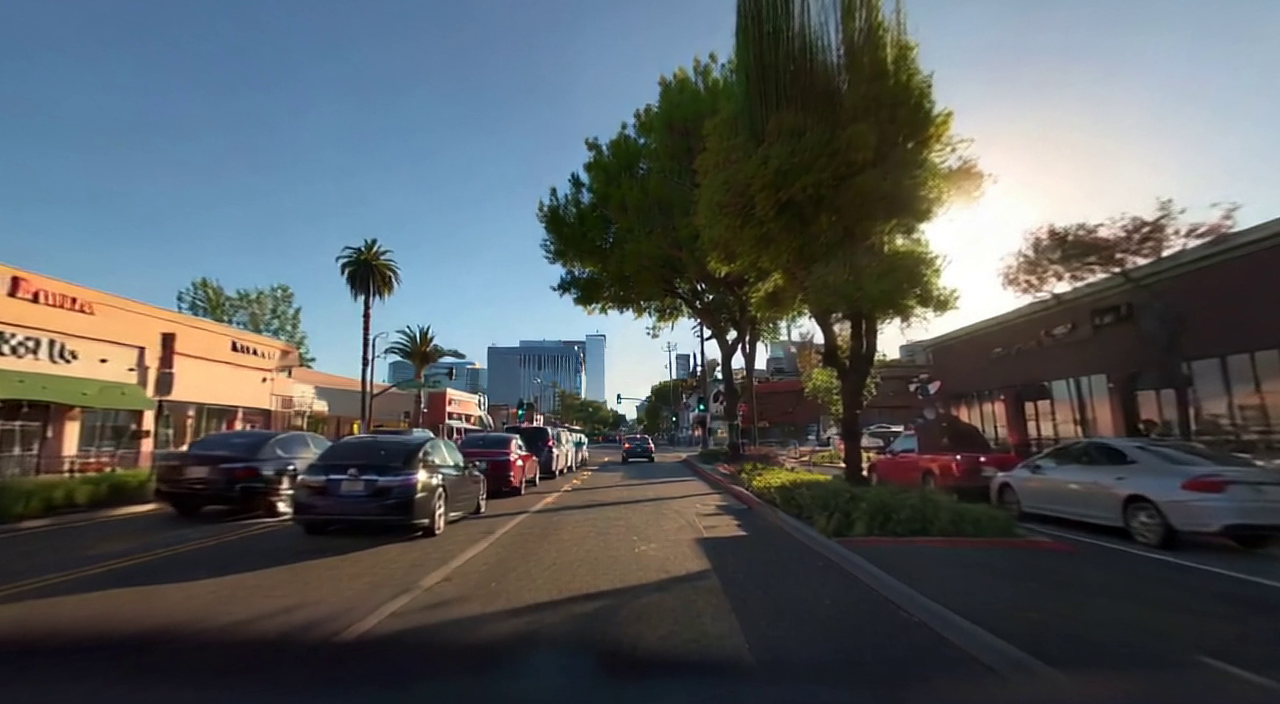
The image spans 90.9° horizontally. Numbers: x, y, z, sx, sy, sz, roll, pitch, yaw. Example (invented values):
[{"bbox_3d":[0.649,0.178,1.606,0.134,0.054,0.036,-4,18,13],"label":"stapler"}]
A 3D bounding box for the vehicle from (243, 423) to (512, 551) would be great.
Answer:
[{"bbox_3d":[-3.537,1.919,9.698,2.044,1.462,4.624,0,-9,2],"label":"vehicle"}]

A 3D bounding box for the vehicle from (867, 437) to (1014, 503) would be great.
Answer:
[{"bbox_3d":[7.744,3.060,16.775,1.888,1.496,4.294,0,-9,2],"label":"vehicle"}]

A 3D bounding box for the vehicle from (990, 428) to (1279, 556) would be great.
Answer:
[{"bbox_3d":[7.774,2.049,9.964,1.985,1.549,4.404,0,-9,1],"label":"vehicle"}]

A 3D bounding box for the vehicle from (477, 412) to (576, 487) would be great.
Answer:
[{"bbox_3d":[-3.333,2.999,19.513,2.158,2.040,4.511,0,-9,0],"label":"vehicle"}]

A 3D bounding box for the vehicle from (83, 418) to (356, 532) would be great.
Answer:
[{"bbox_3d":[-6.663,1.984,10.680,1.668,1.525,4.168,0,-9,1],"label":"vehicle"}]

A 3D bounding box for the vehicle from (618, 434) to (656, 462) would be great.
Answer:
[{"bbox_3d":[-0.146,5.571,36.468,2.092,1.497,4.446,0,-9,0],"label":"vehicle"}]
